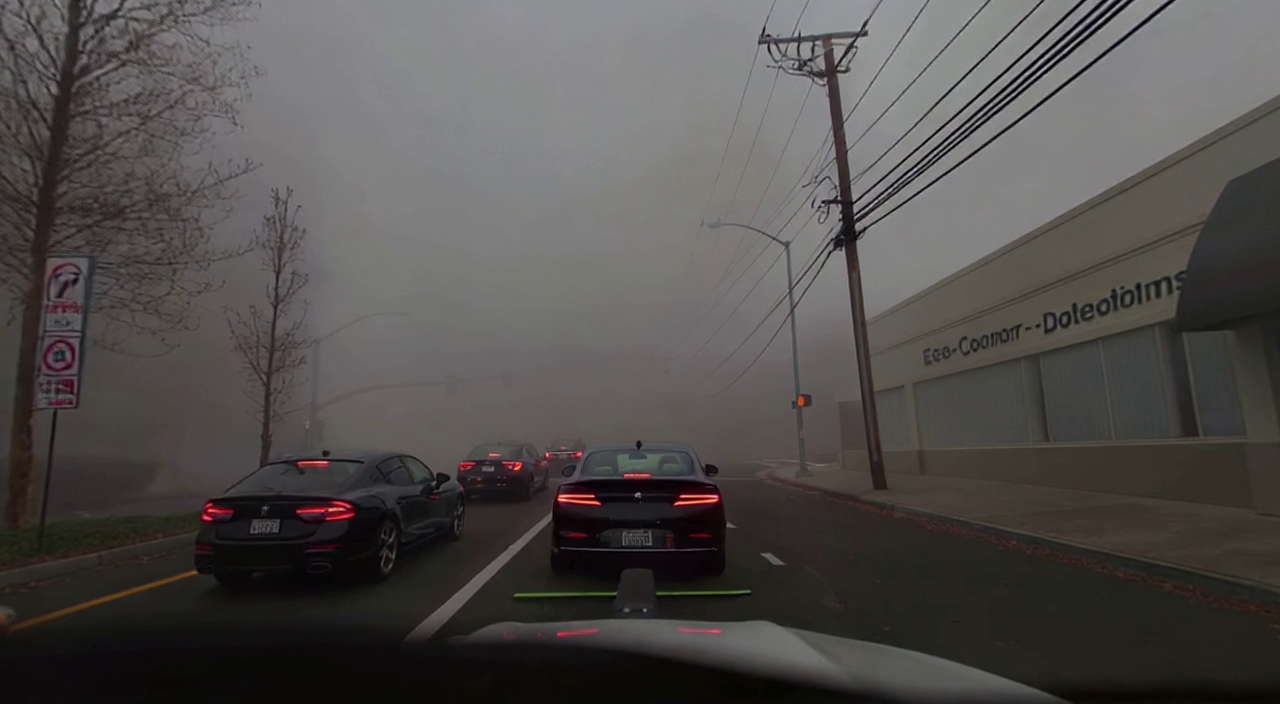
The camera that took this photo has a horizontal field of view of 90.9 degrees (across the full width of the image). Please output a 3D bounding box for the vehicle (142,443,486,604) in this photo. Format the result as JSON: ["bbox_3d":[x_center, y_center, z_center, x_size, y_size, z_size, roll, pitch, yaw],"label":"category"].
[{"bbox_3d":[-3.227,1.737,7.330,1.765,1.319,4.013,0,-9,2],"label":"vehicle"}]

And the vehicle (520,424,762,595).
[{"bbox_3d":[-0.001,1.674,7.540,2.101,1.469,3.955,0,-9,0],"label":"vehicle"}]
